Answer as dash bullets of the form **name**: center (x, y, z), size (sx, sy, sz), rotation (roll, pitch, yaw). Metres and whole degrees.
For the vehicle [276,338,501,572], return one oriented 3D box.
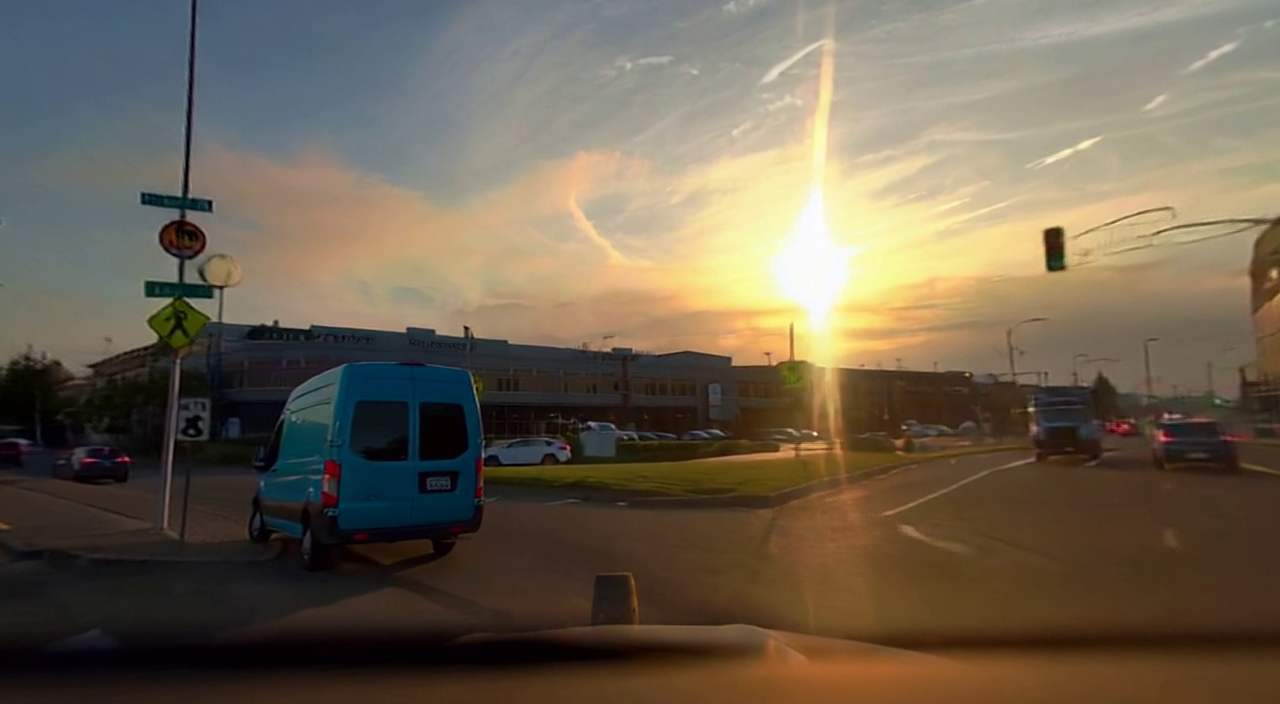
- **vehicle**: center (-4.370, 1.575, 10.147), size (2.432, 2.624, 5.670), rotation (5, -10, -30)

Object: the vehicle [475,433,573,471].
- **vehicle**: center (-5.095, 4.435, 27.883), size (4.109, 1.592, 2.008), rotation (1, -9, -8)

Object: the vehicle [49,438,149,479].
- **vehicle**: center (-22.164, 4.303, 25.607), size (4.457, 1.533, 1.933), rotation (-6, -10, 35)

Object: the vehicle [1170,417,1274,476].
- **vehicle**: center (17.849, 2.922, 19.411), size (1.948, 1.613, 3.879), rotation (-7, -10, 38)

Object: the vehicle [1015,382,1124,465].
- **vehicle**: center (21.605, 3.687, 30.989), size (3.158, 3.294, 13.584), rotation (-6, -10, 38)

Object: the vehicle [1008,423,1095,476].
- **vehicle**: center (14.140, 3.297, 21.417), size (2.017, 1.599, 4.436), rotation (-7, -10, 37)
